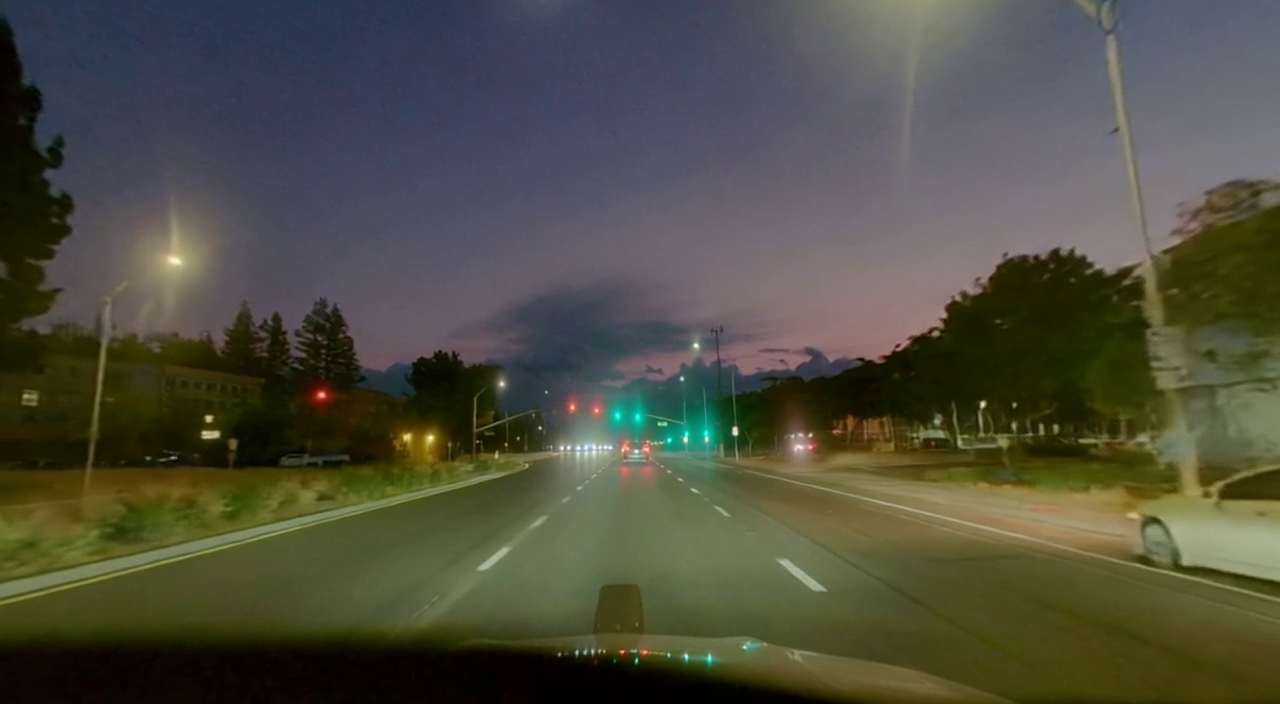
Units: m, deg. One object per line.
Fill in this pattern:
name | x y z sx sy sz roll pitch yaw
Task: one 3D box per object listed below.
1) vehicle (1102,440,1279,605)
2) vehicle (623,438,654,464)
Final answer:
vehicle | 6.725 1.501 5.483 1.959 1.466 4.528 0 -9 -1
vehicle | -0.157 7.260 46.218 2.188 1.782 3.982 0 -9 -1
